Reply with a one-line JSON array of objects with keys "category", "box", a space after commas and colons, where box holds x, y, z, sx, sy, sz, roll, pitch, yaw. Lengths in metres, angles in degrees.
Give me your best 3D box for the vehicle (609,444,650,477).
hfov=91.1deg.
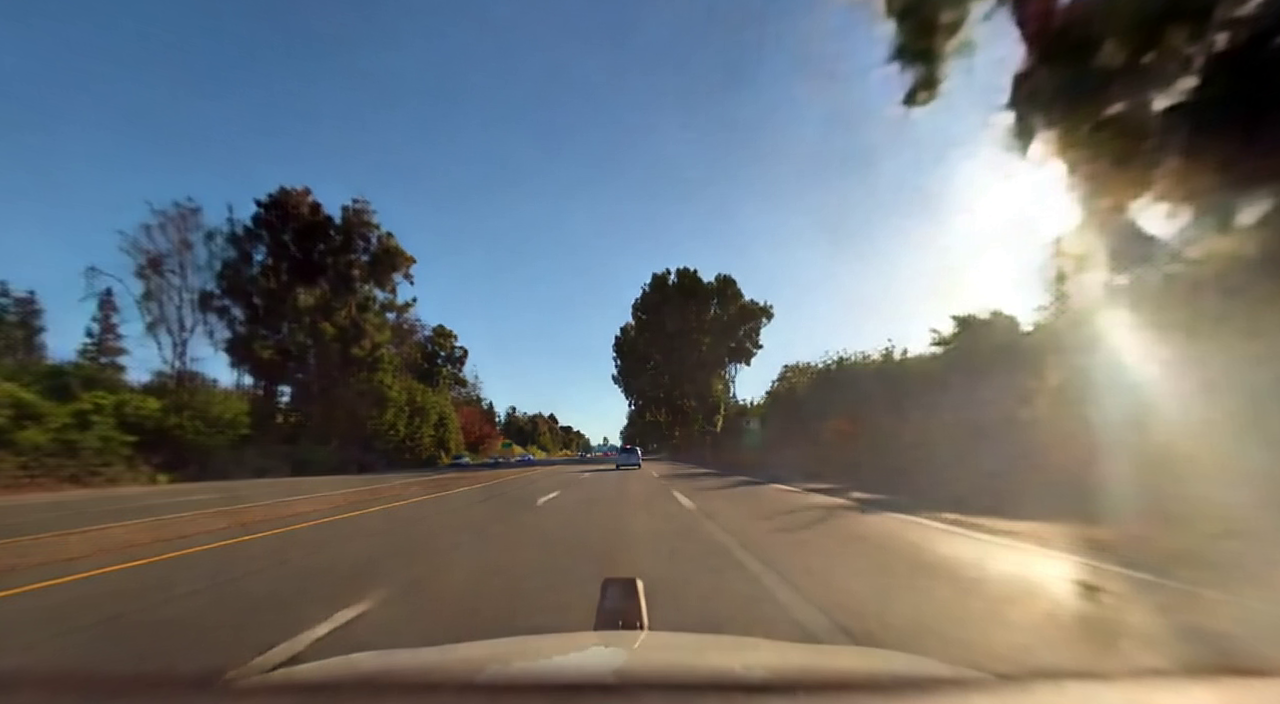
[{"category": "vehicle", "box": [-0.516, 6.002, 35.080, 2.120, 1.715, 4.153, 0, -9, 1]}]
